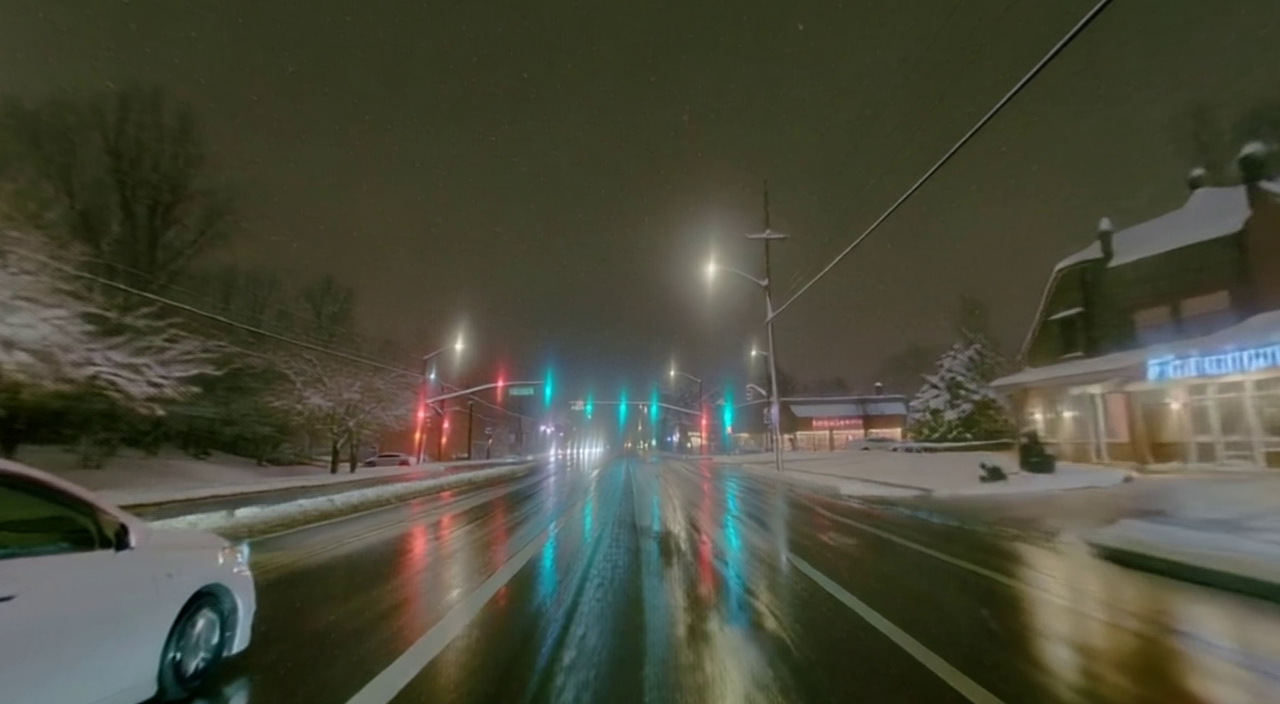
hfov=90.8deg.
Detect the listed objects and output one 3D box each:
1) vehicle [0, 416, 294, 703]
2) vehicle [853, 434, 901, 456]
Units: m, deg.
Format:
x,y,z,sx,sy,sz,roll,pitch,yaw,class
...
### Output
x,y,z,sx,sy,sz,roll,pitch,yaw,class
-3.018,0.844,1.437,1.874,1.424,4.553,-1,-8,0,vehicle
18.449,7.288,49.415,1.879,1.643,4.484,0,-8,-2,vehicle
